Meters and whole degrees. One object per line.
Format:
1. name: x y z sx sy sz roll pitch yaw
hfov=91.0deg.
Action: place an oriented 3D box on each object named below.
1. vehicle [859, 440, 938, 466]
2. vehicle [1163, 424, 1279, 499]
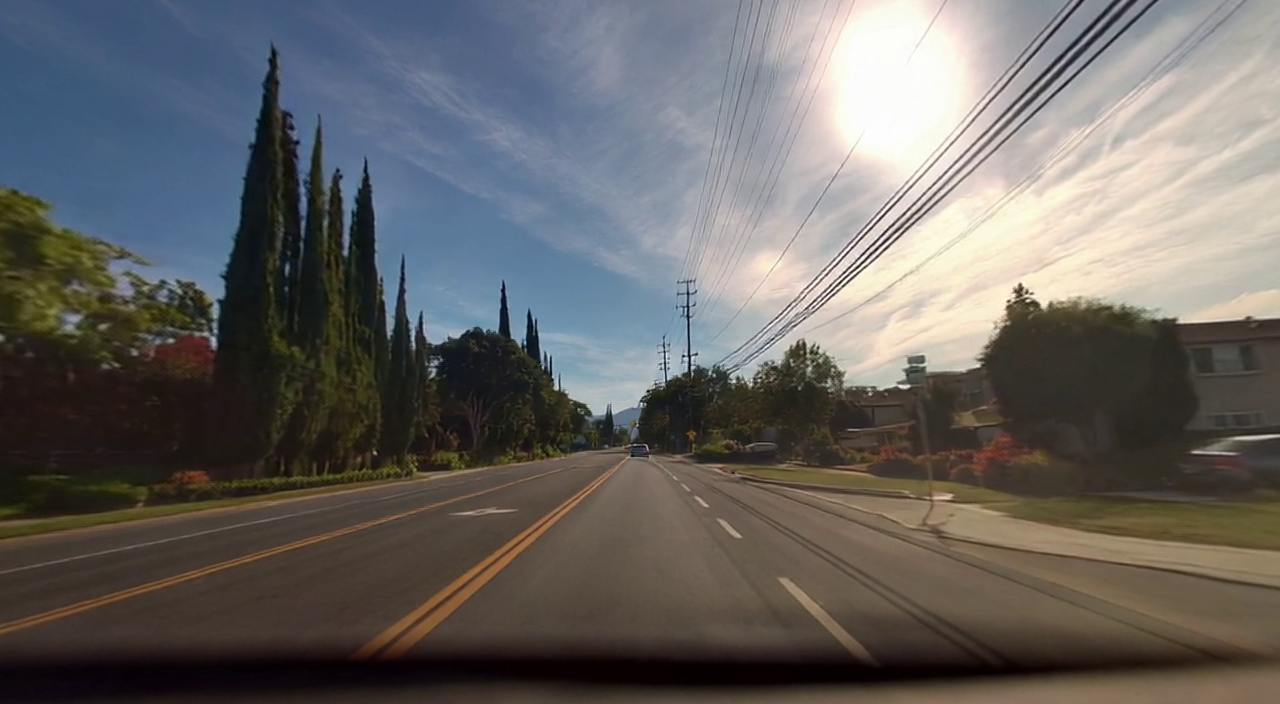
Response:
1. vehicle: 16.341 6.438 39.890 4.153 1.442 1.822 -2 -11 0
2. vehicle: 14.446 2.403 13.992 3.855 1.548 1.937 0 -8 0
